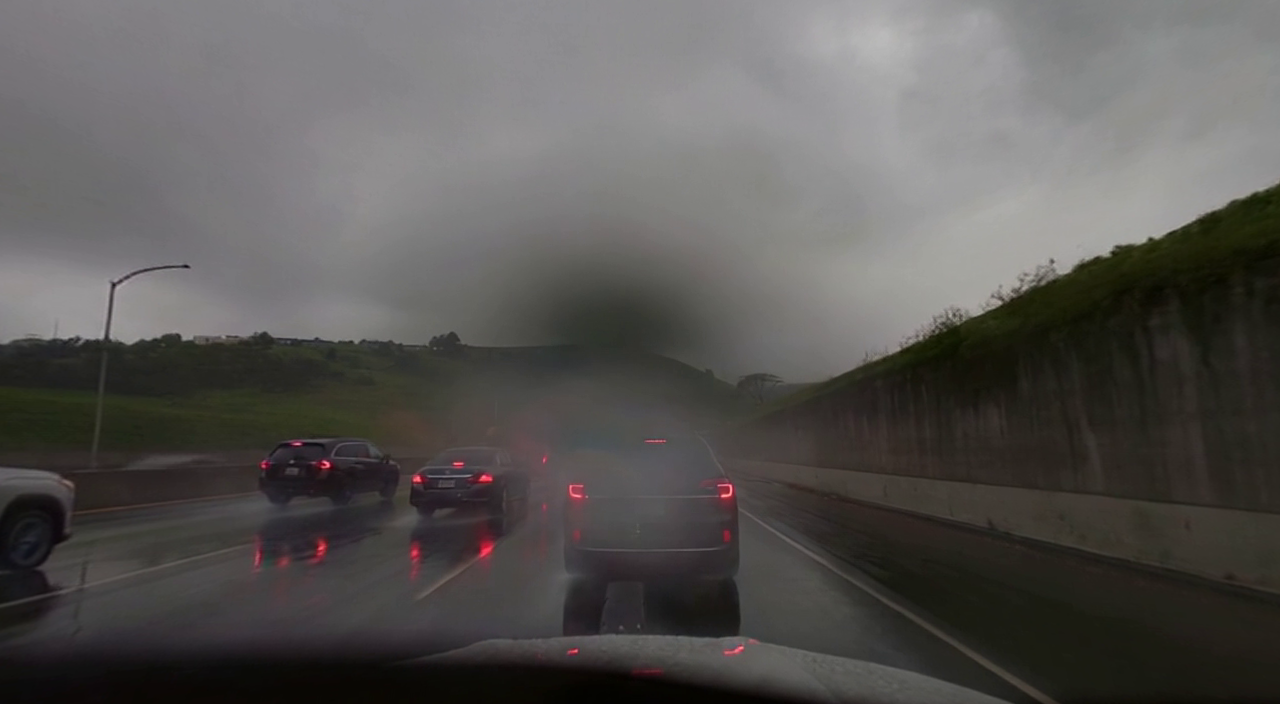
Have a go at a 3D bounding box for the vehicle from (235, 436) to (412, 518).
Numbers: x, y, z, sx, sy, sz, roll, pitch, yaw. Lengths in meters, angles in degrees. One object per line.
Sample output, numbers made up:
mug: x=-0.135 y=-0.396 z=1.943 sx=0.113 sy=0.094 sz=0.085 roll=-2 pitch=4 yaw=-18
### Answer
vehicle: x=-7.506 y=2.981 z=15.602 sx=1.986 sy=1.700 sz=4.558 roll=0 pitch=-9 yaw=0

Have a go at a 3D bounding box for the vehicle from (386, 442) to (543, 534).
vehicle: x=-3.234 y=2.574 z=12.535 sx=1.917 sy=1.506 sz=3.949 roll=0 pitch=-9 yaw=1

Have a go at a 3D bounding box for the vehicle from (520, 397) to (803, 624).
vehicle: x=0.129 y=1.647 z=7.670 sx=2.210 sy=1.760 sz=5.303 roll=0 pitch=-9 yaw=-1
